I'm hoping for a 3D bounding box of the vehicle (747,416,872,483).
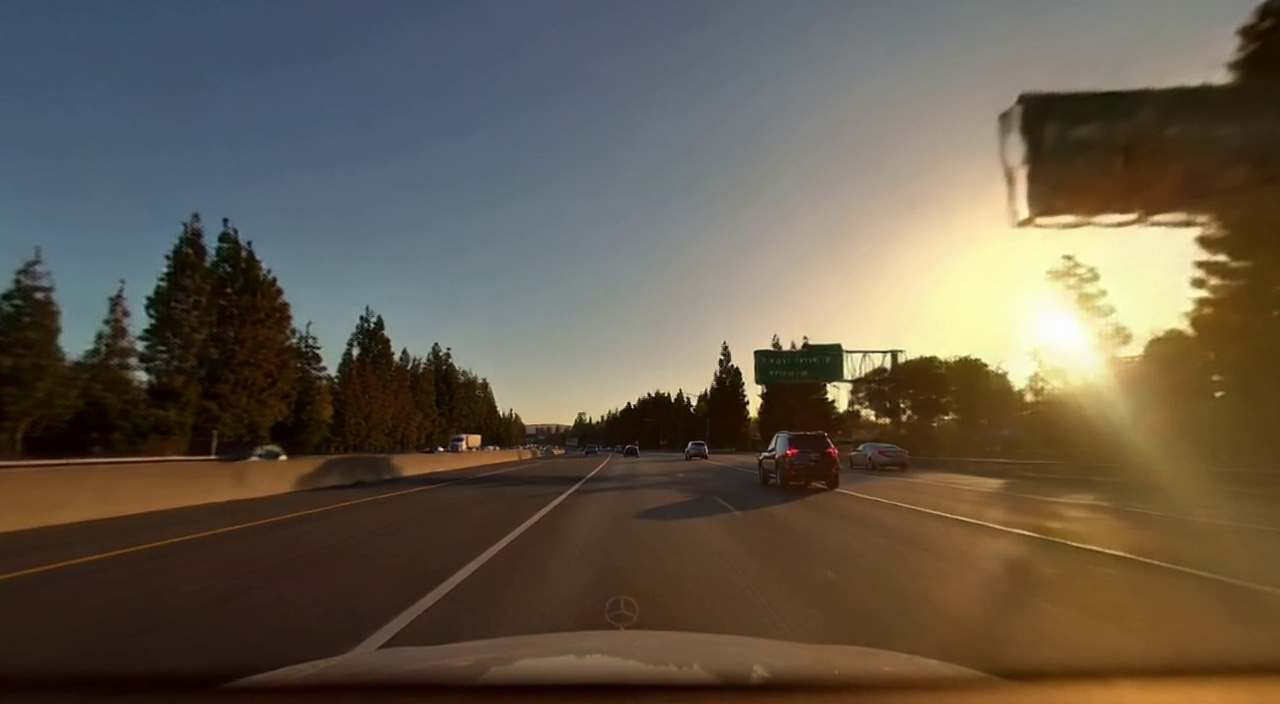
[{"bbox_3d":[6.707,4.042,26.388,2.779,2.339,8.073,0,-8,-2],"label":"vehicle"}]

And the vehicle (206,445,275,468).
[{"bbox_3d":[-28.662,7.486,45.298,1.987,1.600,4.662,0,-8,-1],"label":"vehicle"}]

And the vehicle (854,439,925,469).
[{"bbox_3d":[14.127,5.796,35.904,2.072,1.611,4.387,0,-8,-2],"label":"vehicle"}]
